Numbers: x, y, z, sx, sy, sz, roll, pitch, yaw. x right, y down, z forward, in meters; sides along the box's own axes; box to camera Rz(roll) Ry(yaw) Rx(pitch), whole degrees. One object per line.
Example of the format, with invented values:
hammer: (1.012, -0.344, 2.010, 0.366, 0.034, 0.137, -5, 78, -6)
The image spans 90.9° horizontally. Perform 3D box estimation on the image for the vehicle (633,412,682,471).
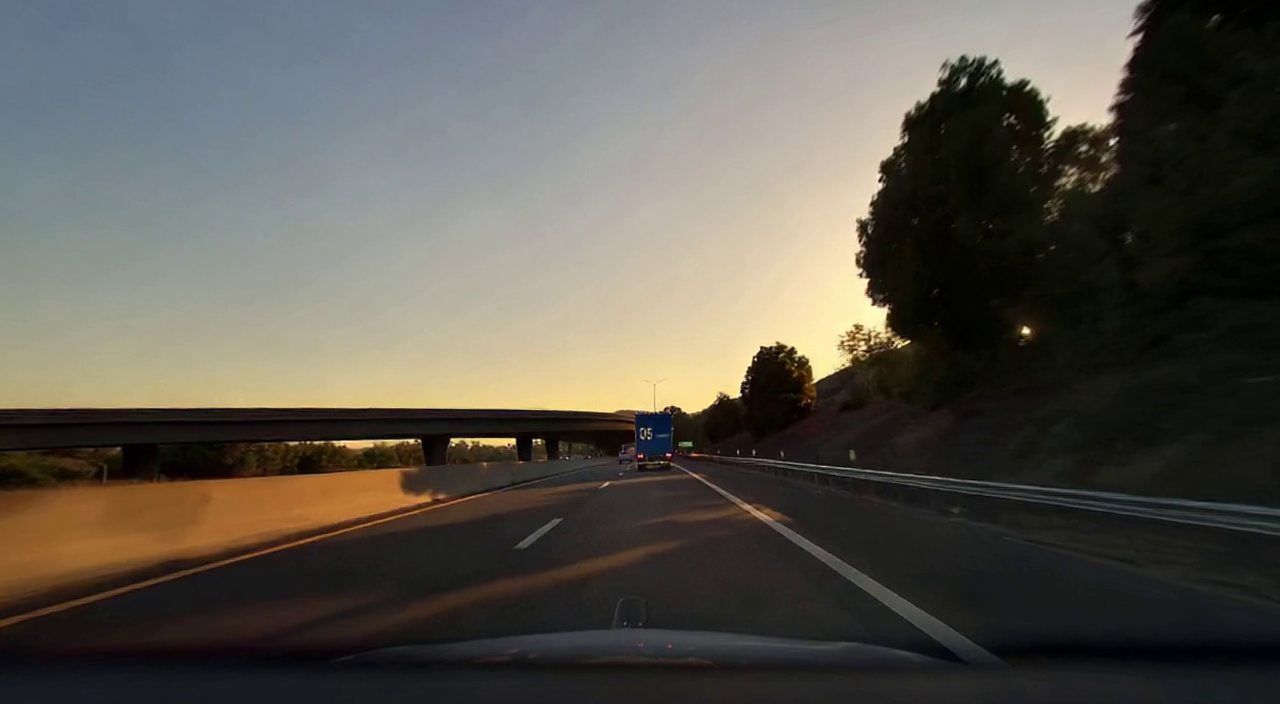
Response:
vehicle: (1.115, 6.455, 44.984, 3.107, 3.718, 10.231, 0, -9, 0)
